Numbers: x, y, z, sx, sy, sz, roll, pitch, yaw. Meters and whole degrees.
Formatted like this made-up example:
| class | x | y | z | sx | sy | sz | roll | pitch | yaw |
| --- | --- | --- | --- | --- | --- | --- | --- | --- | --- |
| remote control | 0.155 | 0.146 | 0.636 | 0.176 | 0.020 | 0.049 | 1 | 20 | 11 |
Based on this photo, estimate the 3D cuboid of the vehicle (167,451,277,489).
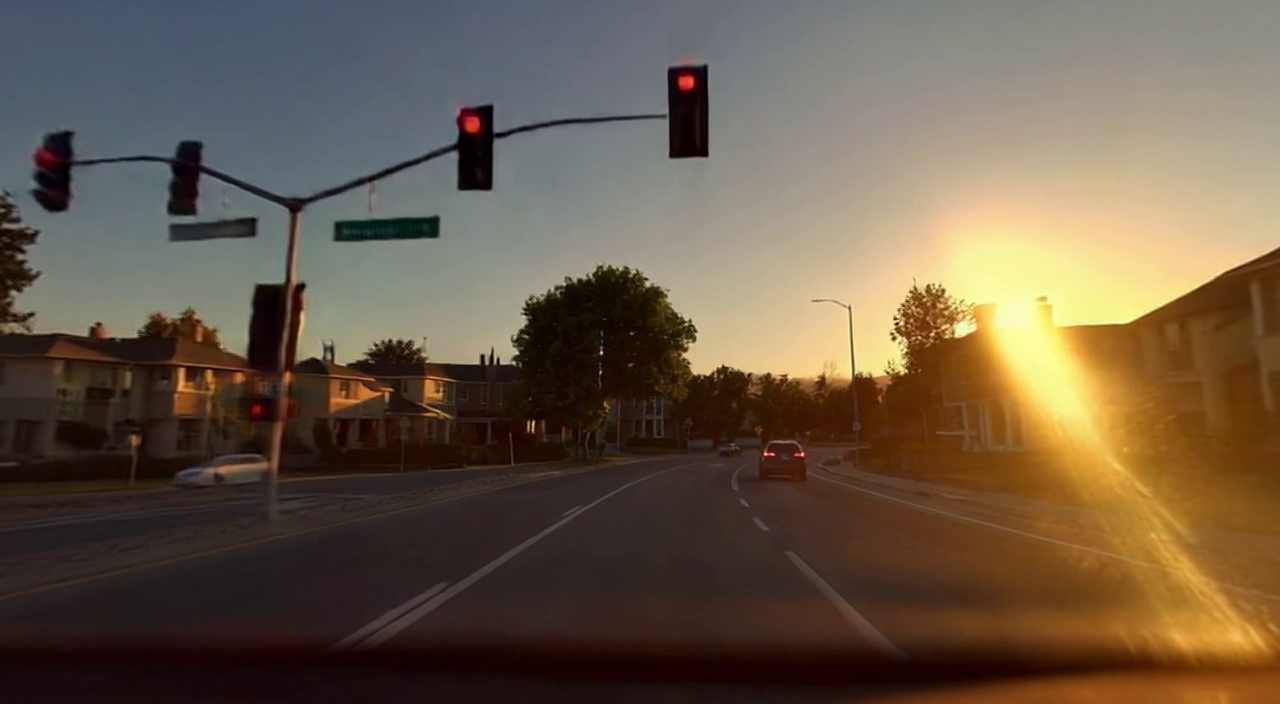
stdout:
| class | x | y | z | sx | sy | sz | roll | pitch | yaw |
| --- | --- | --- | --- | --- | --- | --- | --- | --- | --- |
| vehicle | -18.389 | 5.156 | 27.941 | 1.828 | 1.497 | 3.858 | -1 | -9 | 9 |

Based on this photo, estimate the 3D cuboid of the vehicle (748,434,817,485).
| class | x | y | z | sx | sy | sz | roll | pitch | yaw |
| --- | --- | --- | --- | --- | --- | --- | --- | --- | --- |
| vehicle | 5.592 | 4.279 | 25.371 | 2.141 | 1.833 | 4.704 | -1 | -8 | 6 |
